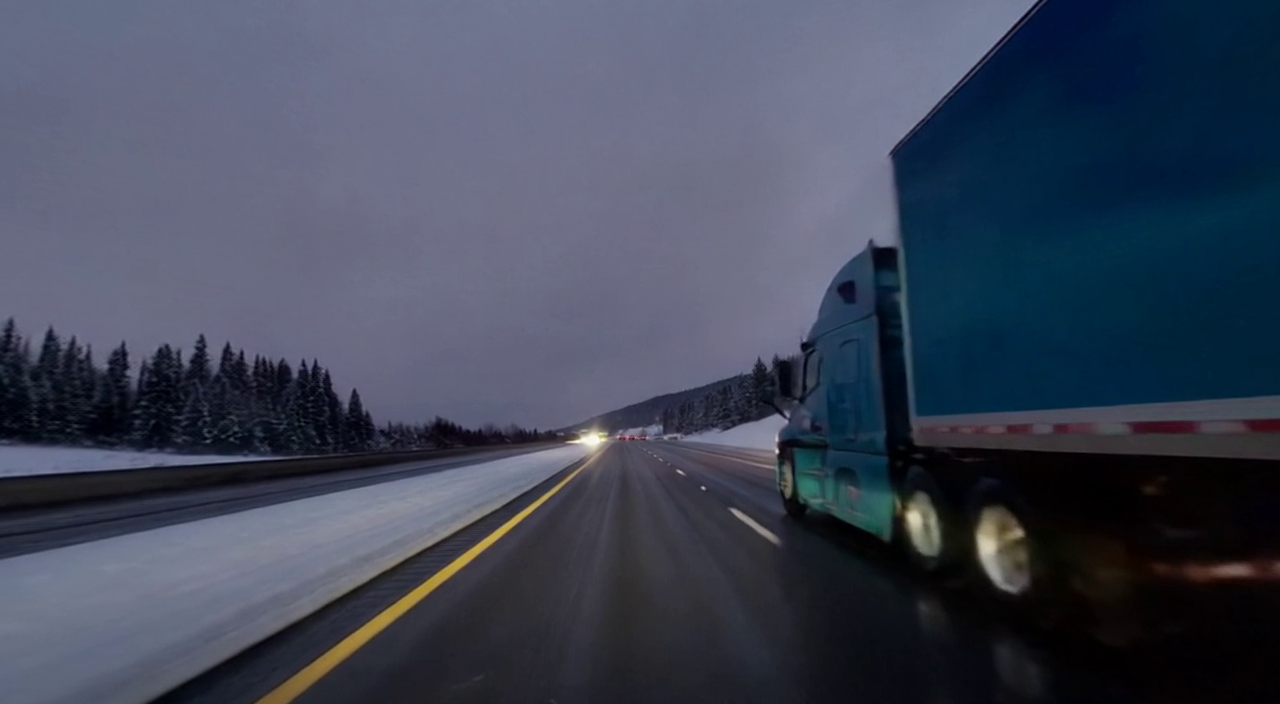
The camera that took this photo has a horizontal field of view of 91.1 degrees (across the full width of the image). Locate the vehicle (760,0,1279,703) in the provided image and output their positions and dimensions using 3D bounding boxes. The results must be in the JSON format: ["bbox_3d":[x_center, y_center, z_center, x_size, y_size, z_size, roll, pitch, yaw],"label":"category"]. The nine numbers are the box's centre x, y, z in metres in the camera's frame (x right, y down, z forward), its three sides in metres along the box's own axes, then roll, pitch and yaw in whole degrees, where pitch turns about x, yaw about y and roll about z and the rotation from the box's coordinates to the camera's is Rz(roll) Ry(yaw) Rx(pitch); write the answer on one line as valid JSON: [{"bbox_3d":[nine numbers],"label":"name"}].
[{"bbox_3d":[3.994,0.252,7.380,2.995,3.964,10.329,0,-8,-1],"label":"vehicle"}]
